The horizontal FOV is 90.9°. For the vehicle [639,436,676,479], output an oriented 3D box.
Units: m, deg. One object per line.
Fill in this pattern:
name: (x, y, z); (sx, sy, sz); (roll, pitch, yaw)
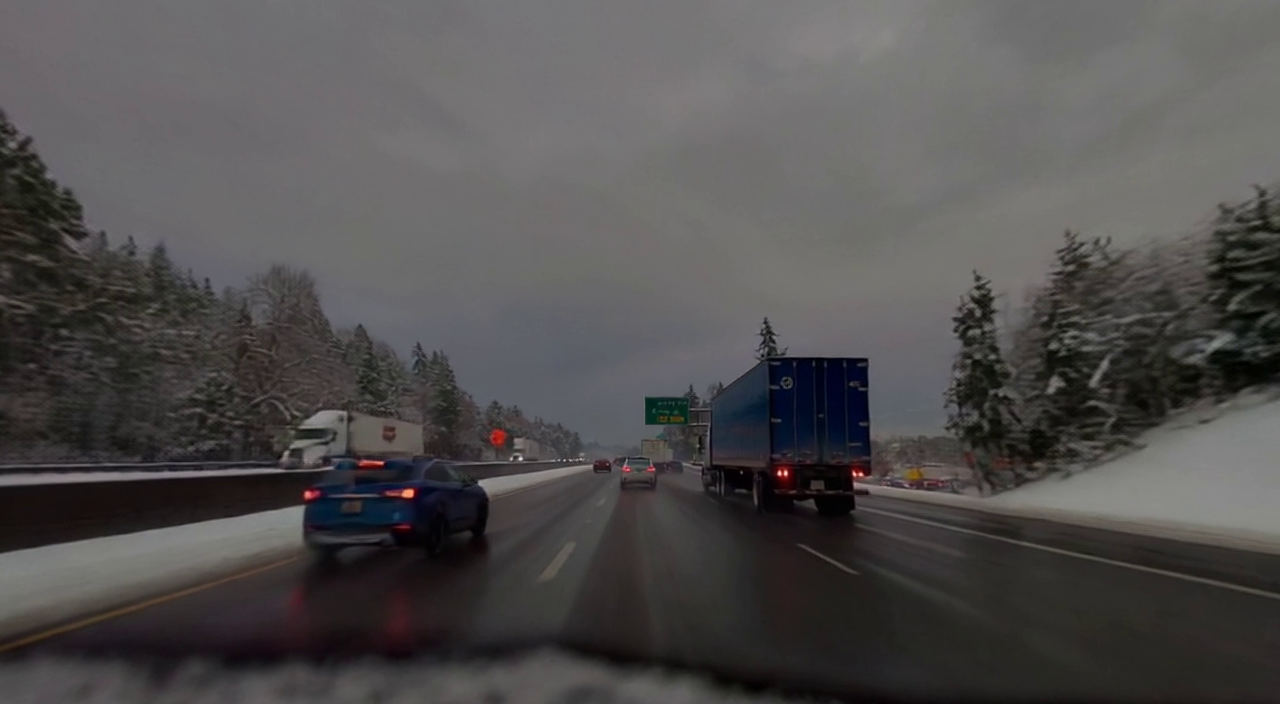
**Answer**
vehicle: (1.450, 8.116, 48.449); (2.650, 2.978, 6.937); (0, -10, 3)

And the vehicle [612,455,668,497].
vehicle: (-0.005, 4.986, 25.720); (2.089, 1.516, 4.191); (0, -9, -1)

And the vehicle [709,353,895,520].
vehicle: (4.659, 3.122, 22.189); (2.877, 4.035, 13.897); (0, -9, 0)

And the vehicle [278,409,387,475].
vehicle: (-19.811, 5.973, 41.396); (2.967, 3.881, 8.316); (0, -9, -1)

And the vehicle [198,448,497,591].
vehicle: (-3.532, 2.083, 8.700); (2.105, 1.467, 4.099); (0, -9, 1)
